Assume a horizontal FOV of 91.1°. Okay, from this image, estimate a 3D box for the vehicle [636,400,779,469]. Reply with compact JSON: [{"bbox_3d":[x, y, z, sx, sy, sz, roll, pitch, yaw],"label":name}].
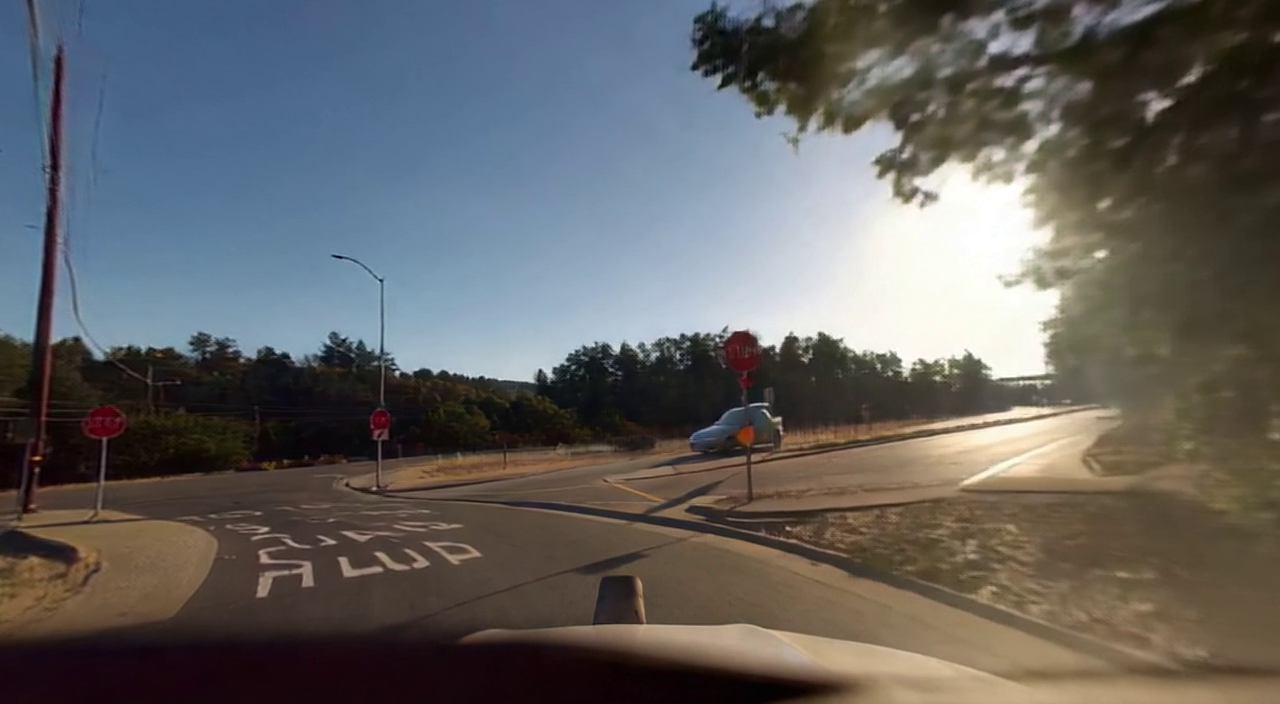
[{"bbox_3d":[2.308,2.711,20.940,4.403,1.574,1.914,-5,-5,-37],"label":"vehicle"}]
